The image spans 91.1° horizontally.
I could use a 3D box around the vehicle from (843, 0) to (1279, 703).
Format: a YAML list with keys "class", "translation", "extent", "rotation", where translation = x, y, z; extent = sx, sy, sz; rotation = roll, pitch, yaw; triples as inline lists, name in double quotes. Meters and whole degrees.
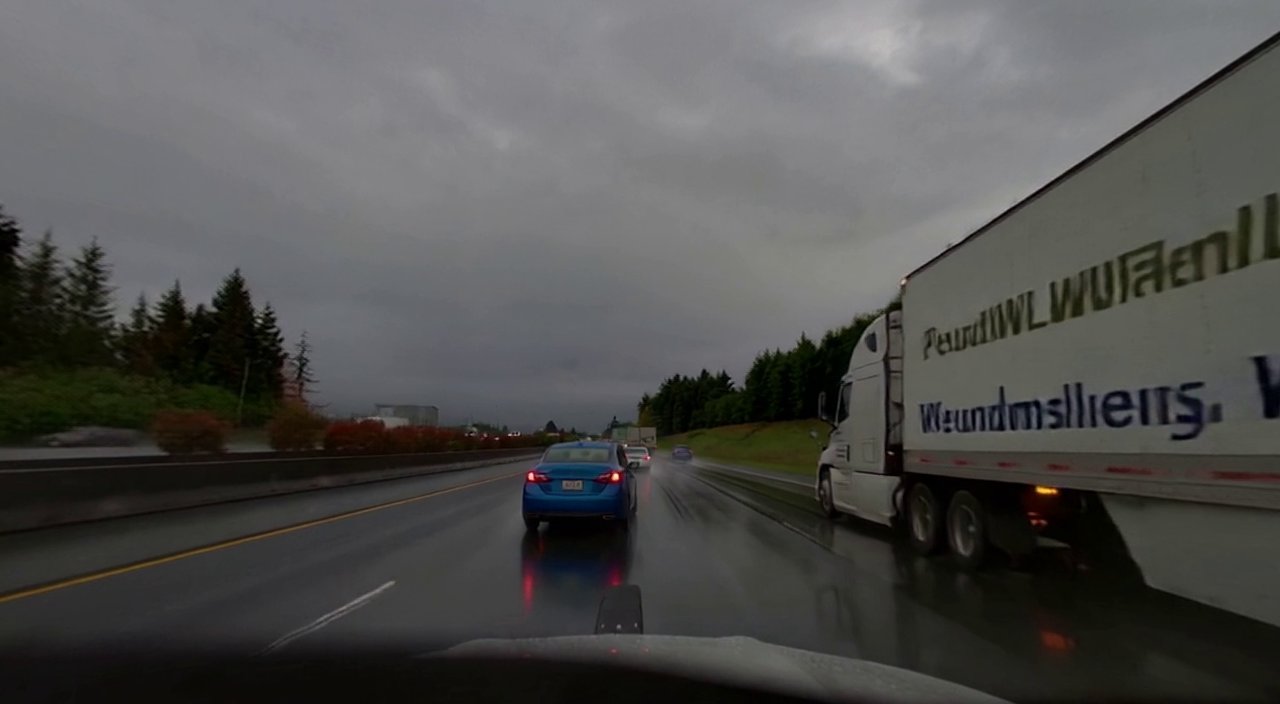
- class: "vehicle"
  translation: [4.873, -0.127, 3.381]
  extent: [2.825, 4.043, 14.051]
  rotation: [0, -9, 0]

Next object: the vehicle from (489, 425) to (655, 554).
- class: "vehicle"
  translation: [-0.809, 2.004, 9.761]
  extent: [2.038, 1.582, 3.729]
  rotation: [-1, -9, 2]
